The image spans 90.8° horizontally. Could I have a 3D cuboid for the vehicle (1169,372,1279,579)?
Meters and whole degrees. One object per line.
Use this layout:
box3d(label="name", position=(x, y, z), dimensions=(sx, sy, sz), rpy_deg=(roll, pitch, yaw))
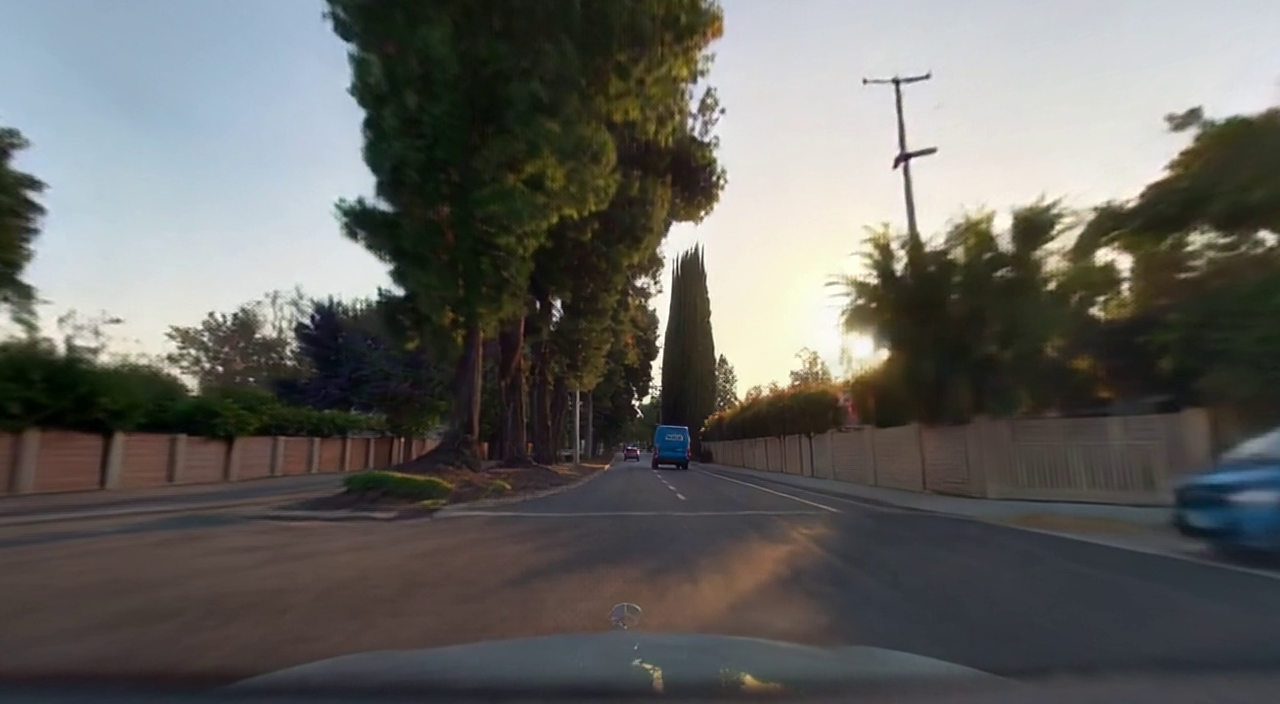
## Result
box3d(label="vehicle", position=(9.210, 1.304, 6.632), dimensions=(4.990, 2.142, 2.488), rpy_deg=(0, -8, 0))
